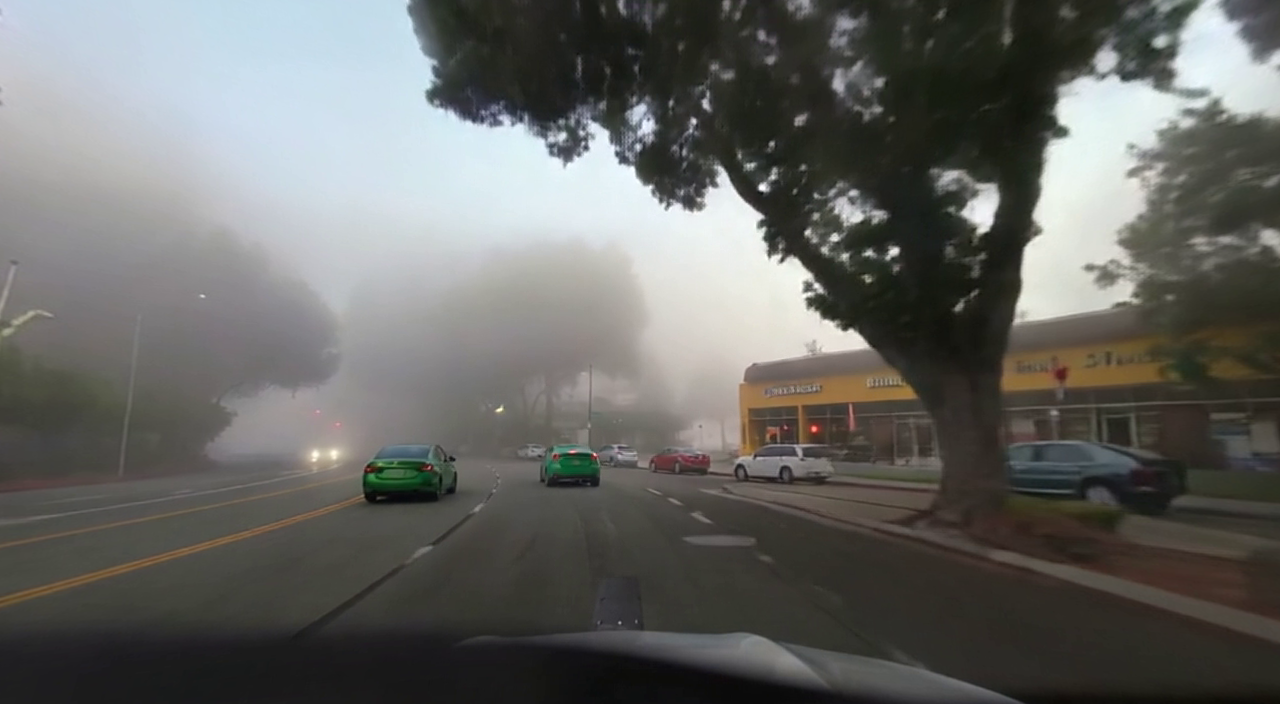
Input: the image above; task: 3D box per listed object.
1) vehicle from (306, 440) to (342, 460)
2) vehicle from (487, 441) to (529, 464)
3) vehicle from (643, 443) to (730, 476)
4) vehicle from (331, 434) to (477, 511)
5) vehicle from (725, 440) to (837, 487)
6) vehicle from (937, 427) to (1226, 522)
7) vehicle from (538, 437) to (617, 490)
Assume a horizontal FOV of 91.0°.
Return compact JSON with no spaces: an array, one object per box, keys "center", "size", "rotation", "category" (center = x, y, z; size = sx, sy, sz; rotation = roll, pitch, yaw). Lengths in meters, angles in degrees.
[{"center":[-24.454,7.611,48.878],"size":[2.000,1.477,4.346],"rotation":[3,-9,-21],"category":"vehicle"},{"center":[-8.785,6.614,41.626],"size":[1.920,1.416,4.310],"rotation":[3,-9,-21],"category":"vehicle"},{"center":[2.160,5.209,30.831],"size":[2.038,1.446,4.896],"rotation":[4,-9,-25],"category":"vehicle"},{"center":[-5.233,2.704,14.755],"size":[2.105,1.477,4.857],"rotation":[1,-8,-7],"category":"vehicle"},{"center":[5.062,4.044,23.217],"size":[1.952,1.547,4.091],"rotation":[4,-9,-24],"category":"vehicle"},{"center":[9.417,2.601,14.050],"size":[2.095,1.697,4.801],"rotation":[3,-9,-22],"category":"vehicle"},{"center":[-2.120,3.497,20.244],"size":[2.001,1.483,4.442],"rotation":[2,-9,-12],"category":"vehicle"}]
